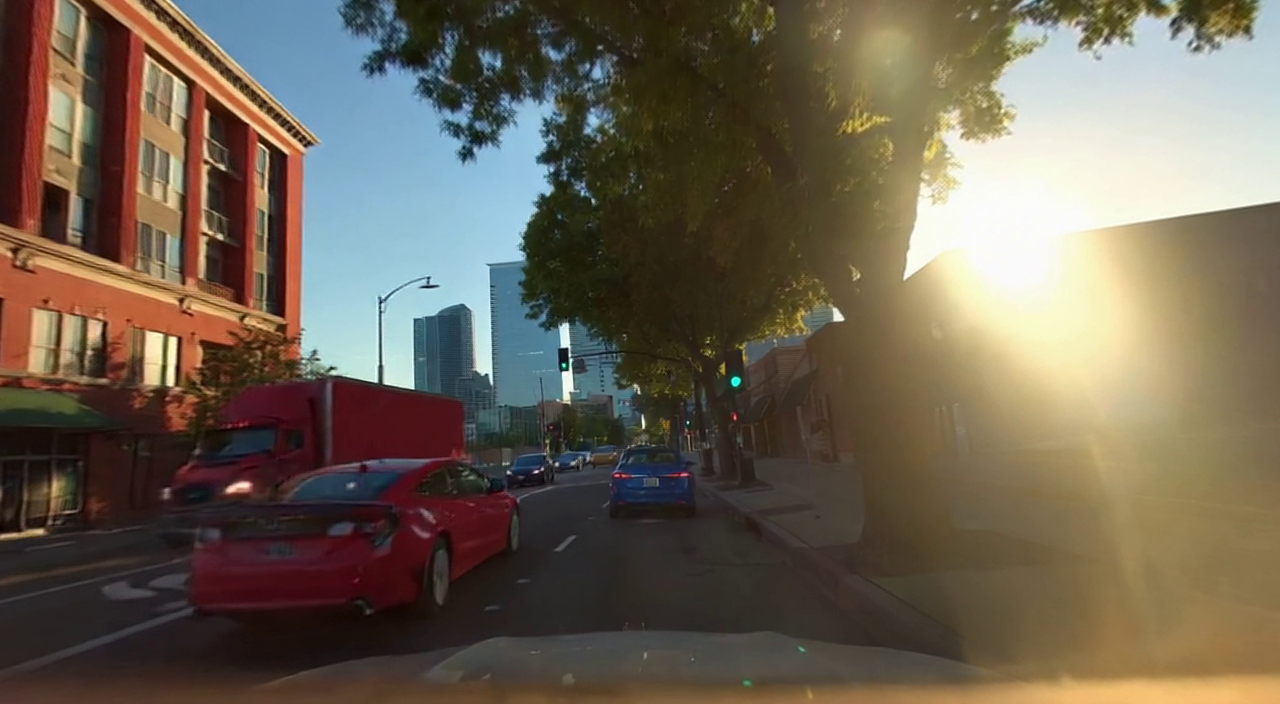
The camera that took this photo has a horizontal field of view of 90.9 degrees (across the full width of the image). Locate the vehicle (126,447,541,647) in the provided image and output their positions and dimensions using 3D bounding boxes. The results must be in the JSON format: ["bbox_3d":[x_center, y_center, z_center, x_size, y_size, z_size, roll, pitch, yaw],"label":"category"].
[{"bbox_3d":[-2.667,1.809,7.137,2.099,1.424,4.843,-1,-8,3],"label":"vehicle"}]

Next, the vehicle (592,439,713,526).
[{"bbox_3d":[0.249,2.563,12.953,2.094,1.478,3.922,0,-8,1],"label":"vehicle"}]
